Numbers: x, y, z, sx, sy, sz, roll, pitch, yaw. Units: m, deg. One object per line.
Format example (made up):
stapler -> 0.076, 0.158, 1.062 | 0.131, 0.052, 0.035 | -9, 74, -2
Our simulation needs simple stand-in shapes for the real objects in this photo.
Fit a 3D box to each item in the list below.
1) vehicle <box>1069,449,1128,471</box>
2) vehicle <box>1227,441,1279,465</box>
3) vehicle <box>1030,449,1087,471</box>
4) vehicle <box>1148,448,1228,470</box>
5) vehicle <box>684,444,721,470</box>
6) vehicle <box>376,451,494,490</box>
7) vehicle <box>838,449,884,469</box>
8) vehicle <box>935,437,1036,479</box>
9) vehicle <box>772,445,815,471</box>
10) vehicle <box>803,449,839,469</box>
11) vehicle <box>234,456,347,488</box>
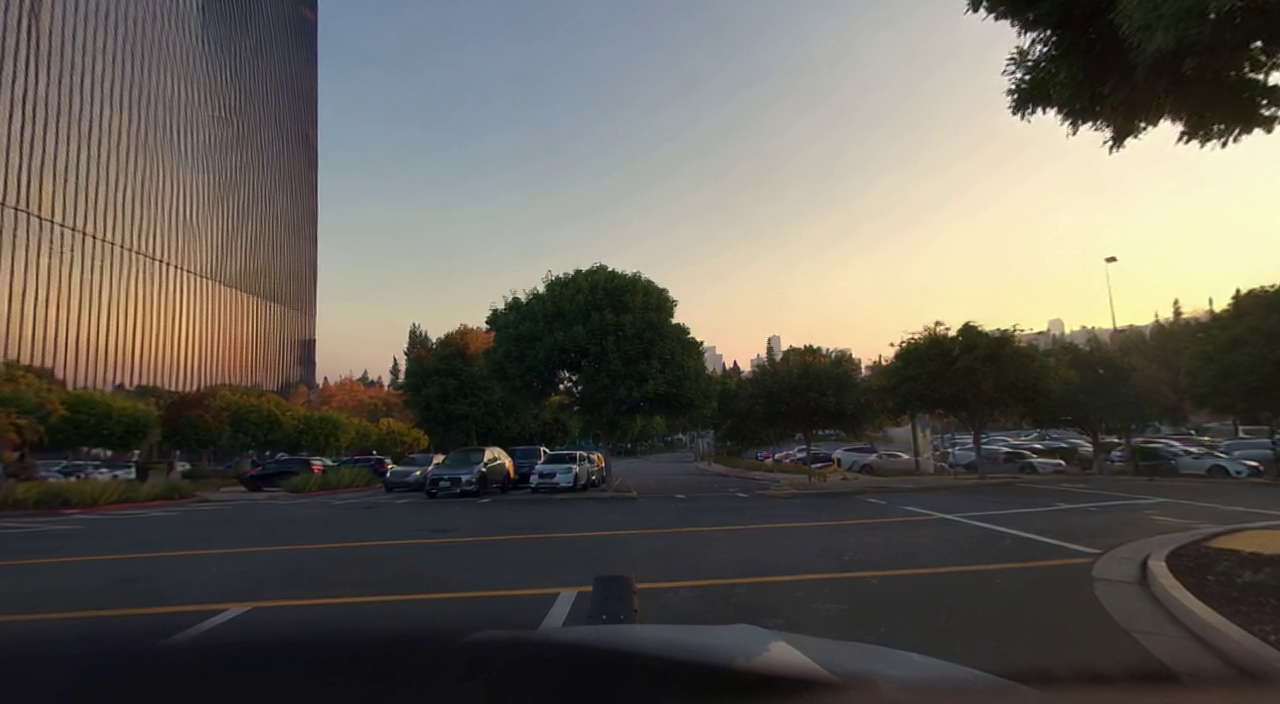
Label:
vehicle -> 31.322, 7.364, 43.265 | 1.519, 1.371, 3.278 | 0, -9, 0
vehicle -> 43.053, 6.892, 43.049 | 1.758, 1.572, 4.421 | 0, -9, 1
vehicle -> 28.341, 7.317, 42.910 | 1.495, 1.371, 3.336 | -1, -9, -1
vehicle -> 37.013, 7.197, 42.817 | 1.678, 1.423, 4.191 | 0, -9, 0
vehicle -> 4.610, 7.787, 47.218 | 2.262, 1.794, 5.331 | 0, -8, 1
vehicle -> -8.701, 4.995, 26.879 | 4.442, 1.504, 1.809 | 5, -10, -28
vehicle -> 17.076, 8.260, 49.005 | 1.971, 1.478, 4.477 | 0, -9, 1
vehicle -> 16.475, 5.064, 30.482 | 2.048, 1.852, 4.998 | 0, -9, 0
vehicle -> 10.530, 7.267, 43.661 | 1.936, 1.673, 4.305 | 0, -8, 0
vehicle -> 14.178, 8.347, 49.614 | 1.935, 1.477, 3.719 | 0, -9, 3
vehicle -> -16.708, 5.722, 30.336 | 4.331, 1.437, 1.876 | 0, -9, 3
